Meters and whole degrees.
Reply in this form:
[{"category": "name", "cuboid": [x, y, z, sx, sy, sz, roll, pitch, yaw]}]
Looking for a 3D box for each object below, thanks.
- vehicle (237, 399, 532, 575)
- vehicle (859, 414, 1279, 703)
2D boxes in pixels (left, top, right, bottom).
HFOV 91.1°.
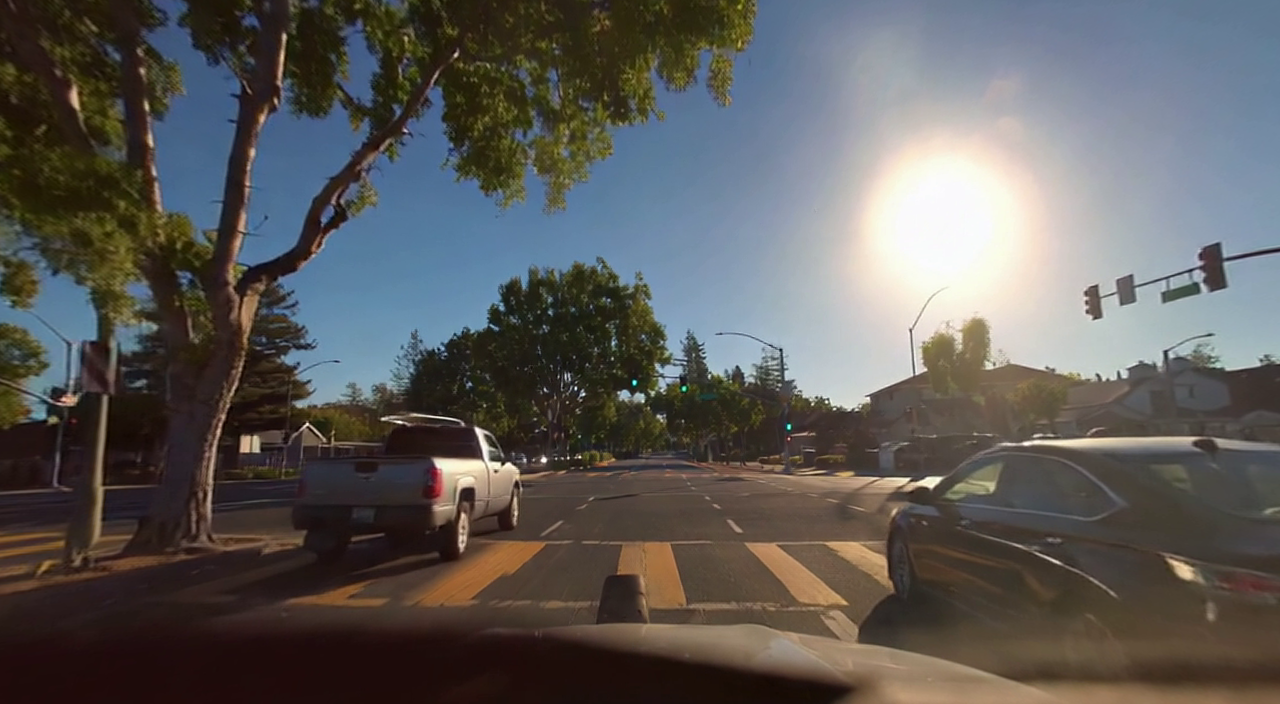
[{"category": "vehicle", "cuboid": [-3.204, 1.836, 9.380, 2.231, 1.898, 4.985, 0, -8, 1]}, {"category": "vehicle", "cuboid": [3.172, 1.216, 3.931, 1.990, 1.454, 4.490, 0, -8, 0]}]
